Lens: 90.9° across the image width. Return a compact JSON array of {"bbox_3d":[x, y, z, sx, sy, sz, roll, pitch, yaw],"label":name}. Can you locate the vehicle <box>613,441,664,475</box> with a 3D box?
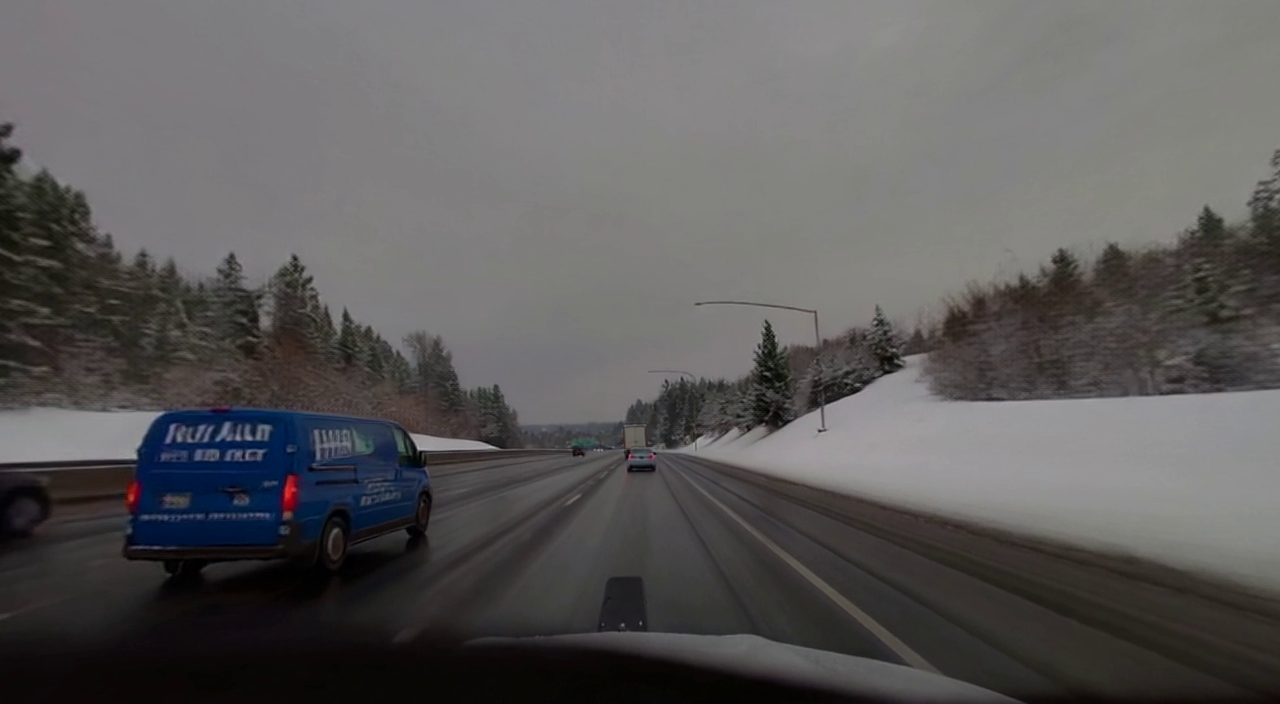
[{"bbox_3d":[-0.059,5.006,29.946,2.238,1.479,3.672,0,-9,0],"label":"vehicle"}]

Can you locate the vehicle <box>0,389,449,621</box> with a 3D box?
[{"bbox_3d":[-4.216,1.618,7.693,2.174,1.862,5.012,0,-9,0],"label":"vehicle"}]
